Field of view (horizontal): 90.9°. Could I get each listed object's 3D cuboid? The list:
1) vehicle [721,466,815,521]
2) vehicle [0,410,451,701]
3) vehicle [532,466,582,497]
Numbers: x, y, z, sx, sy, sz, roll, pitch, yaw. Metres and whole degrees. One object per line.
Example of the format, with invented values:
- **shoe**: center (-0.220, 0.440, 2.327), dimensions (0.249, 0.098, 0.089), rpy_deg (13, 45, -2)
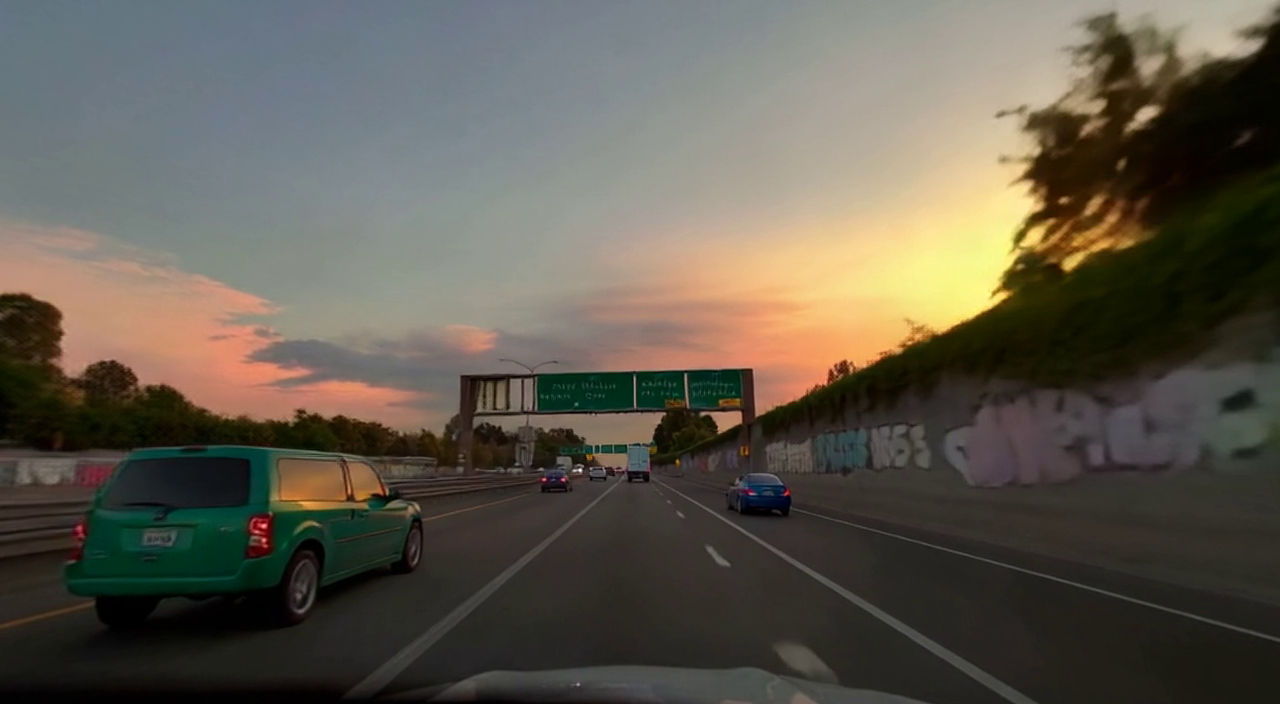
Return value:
- **vehicle**: center (3.783, 4.269, 19.394), dimensions (1.917, 1.458, 4.199), rpy_deg (1, -11, -2)
- **vehicle**: center (-3.478, 1.558, 5.878), dimensions (2.004, 1.610, 4.508), rpy_deg (1, -11, 0)
- **vehicle**: center (-4.260, 6.692, 32.816), dimensions (2.054, 1.443, 4.131), rpy_deg (1, -11, -1)
